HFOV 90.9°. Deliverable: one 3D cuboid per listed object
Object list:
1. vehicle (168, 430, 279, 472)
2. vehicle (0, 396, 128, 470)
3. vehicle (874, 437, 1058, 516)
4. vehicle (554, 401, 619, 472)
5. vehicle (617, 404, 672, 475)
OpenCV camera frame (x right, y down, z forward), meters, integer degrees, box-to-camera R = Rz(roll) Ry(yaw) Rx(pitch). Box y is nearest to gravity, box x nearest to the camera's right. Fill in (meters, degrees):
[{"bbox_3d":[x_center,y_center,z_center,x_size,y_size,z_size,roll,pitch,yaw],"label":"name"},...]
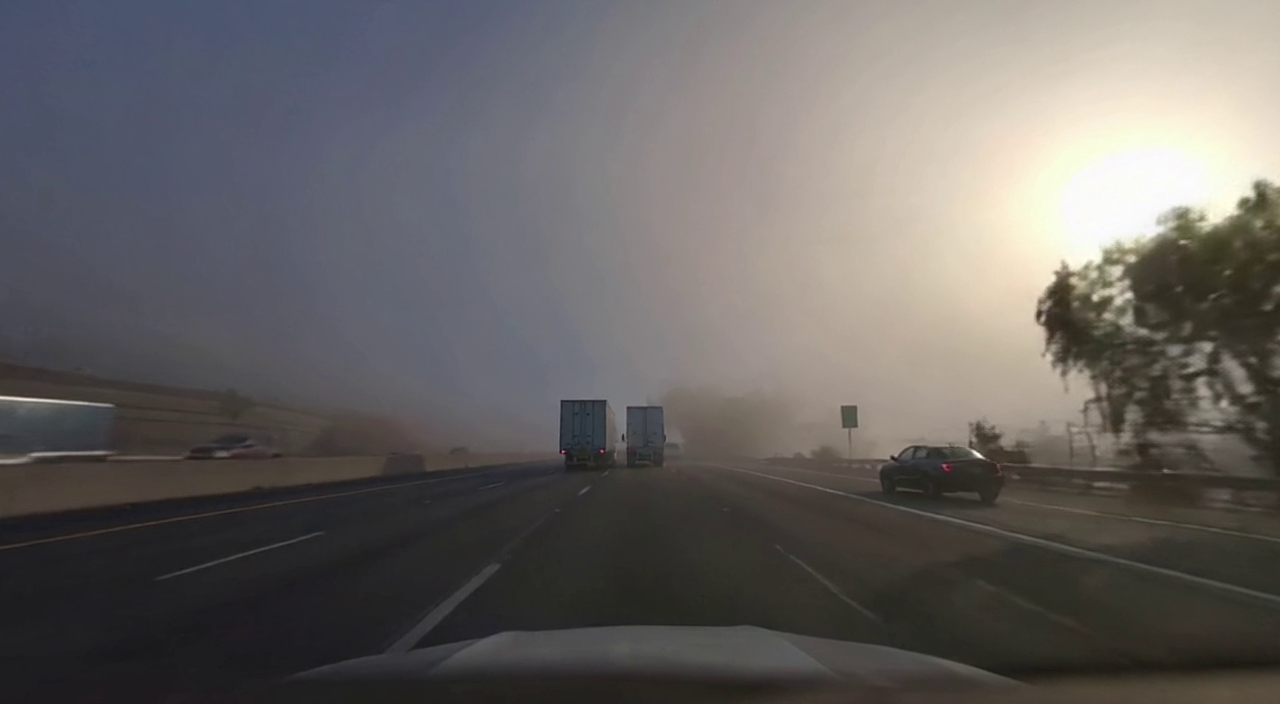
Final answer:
[{"bbox_3d":[-18.833,4.489,28.759,2.184,1.764,3.974,1,-8,2],"label":"vehicle"},{"bbox_3d":[-36.275,4.395,34.280,2.834,4.008,16.723,1,-8,1],"label":"vehicle"},{"bbox_3d":[7.432,2.839,15.007,1.969,1.560,4.394,1,-8,-1],"label":"vehicle"},{"bbox_3d":[-3.250,5.608,41.604,2.962,3.947,11.574,1,-8,1],"label":"vehicle"},{"bbox_3d":[0.219,5.494,40.920,3.054,3.944,11.230,0,-6,0],"label":"vehicle"}]
